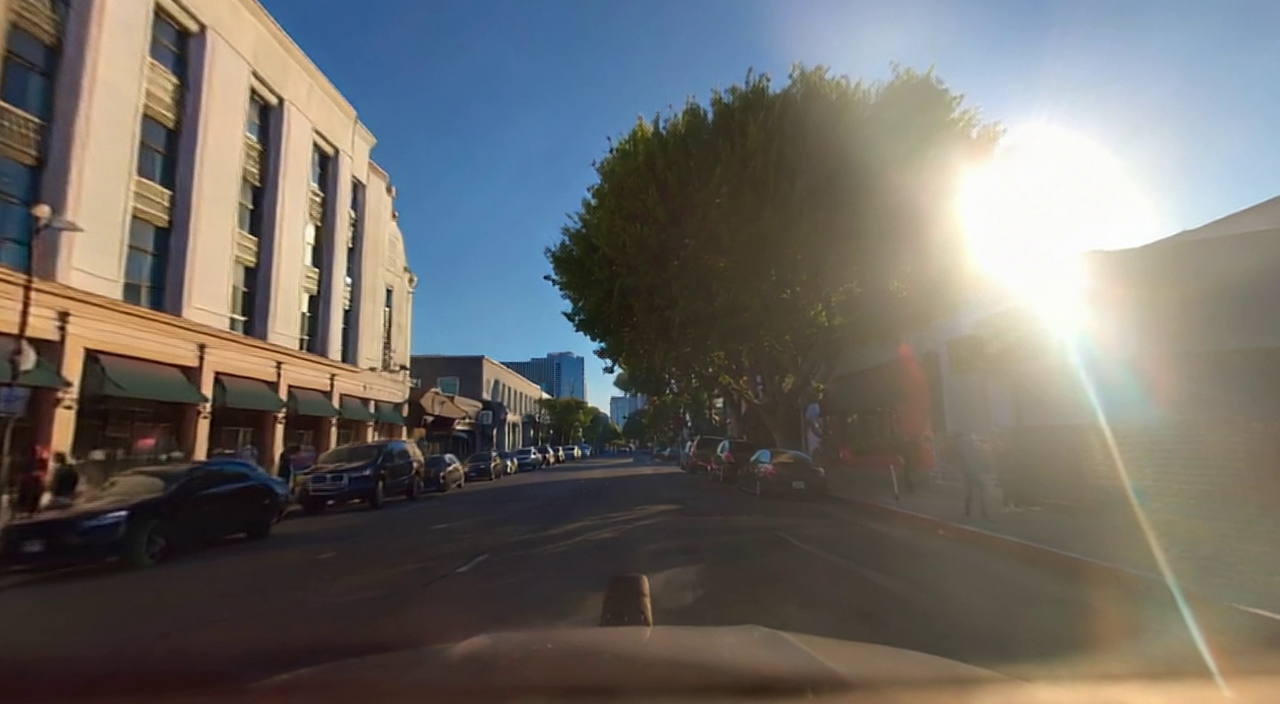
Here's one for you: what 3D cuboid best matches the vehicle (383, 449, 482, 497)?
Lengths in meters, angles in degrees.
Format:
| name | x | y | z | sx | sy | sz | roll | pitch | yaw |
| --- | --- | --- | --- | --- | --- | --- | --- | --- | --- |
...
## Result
| name | x | y | z | sx | sy | sz | roll | pitch | yaw |
| --- | --- | --- | --- | --- | --- | --- | --- | --- | --- |
| vehicle | -7.461 | 4.398 | 23.268 | 2.001 | 1.502 | 4.851 | -1 | -9 | 1 |

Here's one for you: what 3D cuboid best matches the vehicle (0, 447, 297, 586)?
| name | x | y | z | sx | sy | sz | roll | pitch | yaw |
| --- | --- | --- | --- | --- | --- | --- | --- | --- | --- |
| vehicle | -7.247 | 2.236 | 9.443 | 1.917 | 1.487 | 4.659 | -2 | -9 | -4 |

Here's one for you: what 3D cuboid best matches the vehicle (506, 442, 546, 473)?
| name | x | y | z | sx | sy | sz | roll | pitch | yaw |
| --- | --- | --- | --- | --- | --- | --- | --- | --- | --- |
| vehicle | -7.718 | 7.262 | 43.070 | 1.996 | 1.770 | 5.518 | -2 | -12 | -4 |

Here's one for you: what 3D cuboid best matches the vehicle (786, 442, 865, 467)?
| name | x | y | z | sx | sy | sz | roll | pitch | yaw |
| --- | --- | --- | --- | --- | --- | --- | --- | --- | --- |
| vehicle | 11.954 | 6.655 | 40.739 | 4.499 | 1.558 | 2.007 | -6 | -11 | 28 |

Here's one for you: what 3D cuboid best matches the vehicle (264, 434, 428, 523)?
| name | x | y | z | sx | sy | sz | roll | pitch | yaw |
| --- | --- | --- | --- | --- | --- | --- | --- | --- | --- |
| vehicle | -7.352 | 3.175 | 16.469 | 2.238 | 1.891 | 4.780 | -1 | -8 | -4 |

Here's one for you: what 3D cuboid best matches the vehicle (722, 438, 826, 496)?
| name | x | y | z | sx | sy | sz | roll | pitch | yaw |
| --- | --- | --- | --- | --- | --- | --- | --- | --- | --- |
| vehicle | 3.869 | 3.454 | 19.130 | 1.973 | 1.494 | 4.867 | 0 | -10 | -1 |
